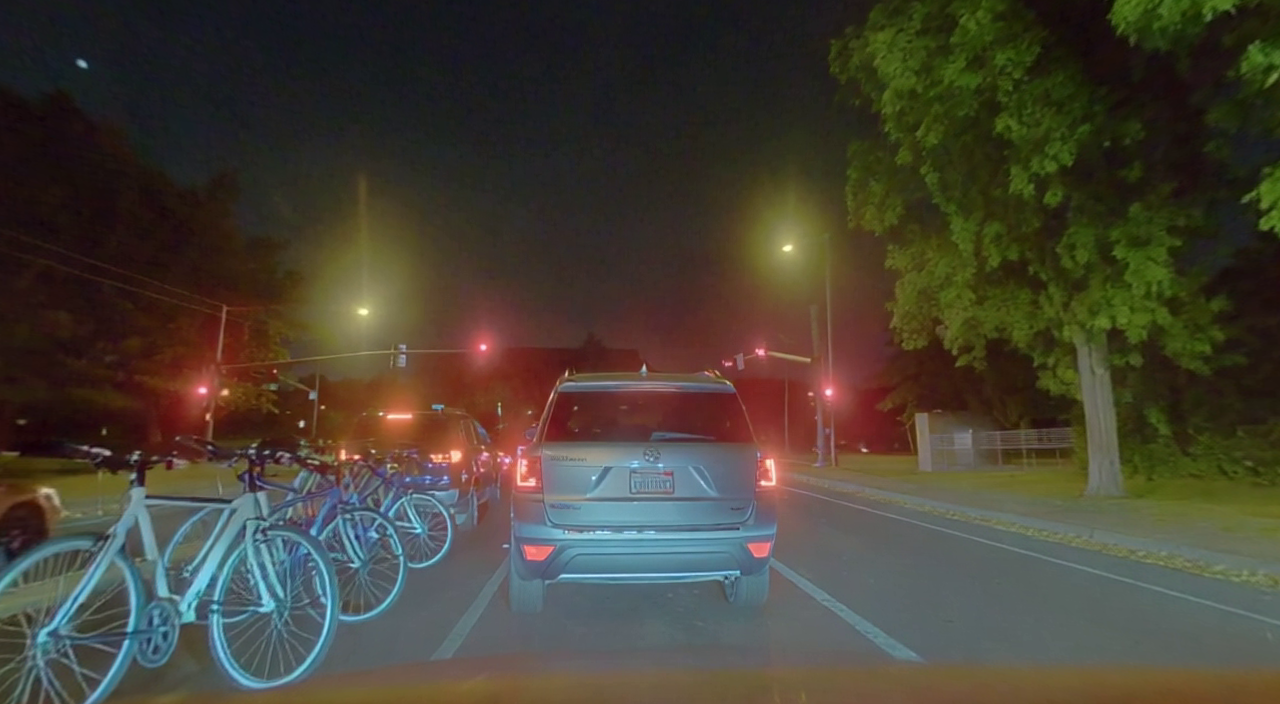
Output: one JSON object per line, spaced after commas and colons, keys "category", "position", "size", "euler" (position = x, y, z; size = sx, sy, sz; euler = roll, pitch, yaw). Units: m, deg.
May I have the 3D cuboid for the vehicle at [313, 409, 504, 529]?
{"category": "vehicle", "position": [-4.205, 2.232, 12.659], "size": [2.337, 1.858, 5.409], "euler": [1, -9, -7]}

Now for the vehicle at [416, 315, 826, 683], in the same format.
{"category": "vehicle", "position": [-0.246, 1.157, 6.005], "size": [2.333, 2.087, 4.586], "euler": [0, -8, -4]}
